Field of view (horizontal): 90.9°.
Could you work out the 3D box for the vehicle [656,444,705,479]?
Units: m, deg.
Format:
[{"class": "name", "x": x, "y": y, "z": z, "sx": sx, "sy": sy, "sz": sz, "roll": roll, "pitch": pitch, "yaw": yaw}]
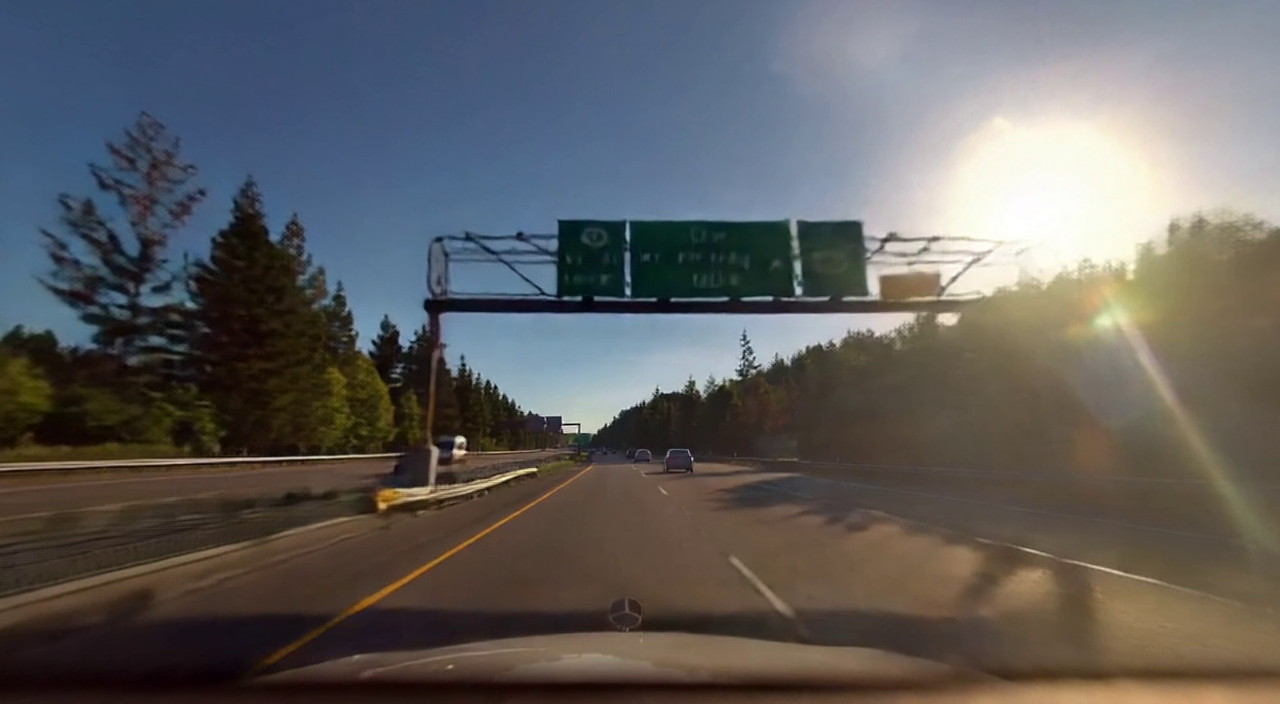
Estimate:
[{"class": "vehicle", "x": 1.890, "y": 5.282, "z": 30.694, "sx": 2.011, "sy": 1.590, "sz": 3.607, "roll": 0, "pitch": -9, "yaw": -2}]
